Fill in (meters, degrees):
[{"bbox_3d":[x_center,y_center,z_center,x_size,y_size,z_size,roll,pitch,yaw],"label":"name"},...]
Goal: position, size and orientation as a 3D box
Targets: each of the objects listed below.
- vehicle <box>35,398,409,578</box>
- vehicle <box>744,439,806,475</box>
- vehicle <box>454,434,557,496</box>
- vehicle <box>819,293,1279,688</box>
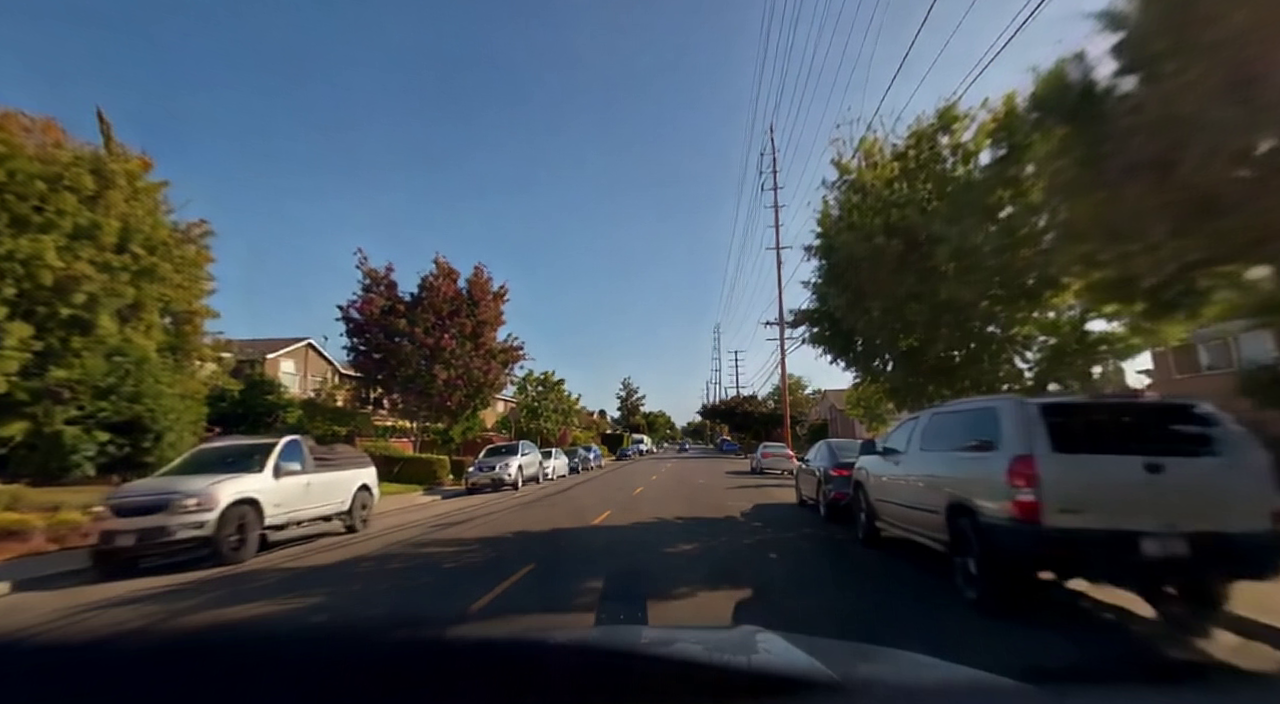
[{"bbox_3d":[-6.081,2.121,10.430,2.353,2.037,5.358,-4,-10,3],"label":"vehicle"},{"bbox_3d":[6.008,4.744,28.700,2.108,1.493,4.878,-1,-9,5],"label":"vehicle"},{"bbox_3d":[-4.703,4.028,22.896,2.192,1.873,4.985,-4,-9,5],"label":"vehicle"},{"bbox_3d":[3.516,1.128,6.147,2.397,2.130,5.384,-1,-9,5],"label":"vehicle"}]
